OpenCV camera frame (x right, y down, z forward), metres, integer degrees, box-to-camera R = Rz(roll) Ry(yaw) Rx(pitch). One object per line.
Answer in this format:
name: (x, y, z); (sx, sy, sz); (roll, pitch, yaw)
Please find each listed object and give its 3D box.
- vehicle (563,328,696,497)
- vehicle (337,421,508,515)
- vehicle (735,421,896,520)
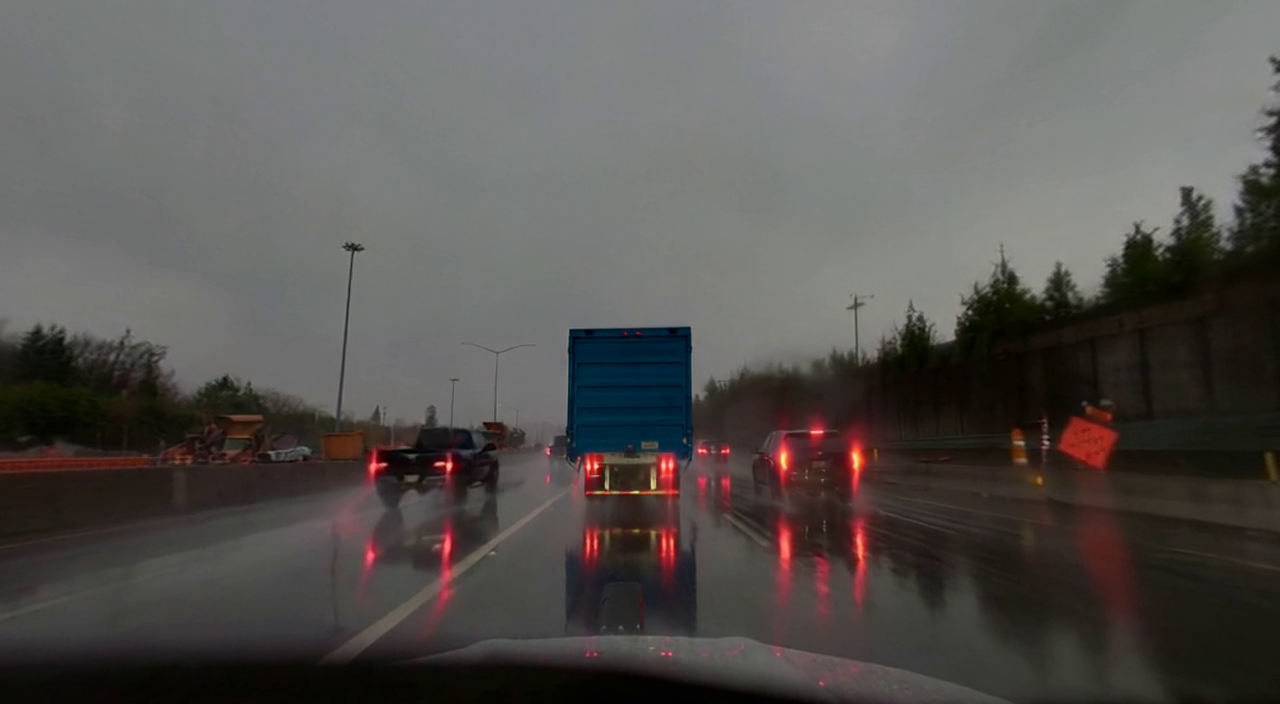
vehicle: (-0.303, 2.150, 19.785); (3.067, 3.940, 10.154); (0, -9, -1)
vehicle: (-4.566, 2.530, 14.153); (2.095, 1.736, 4.529); (0, -9, 2)
vehicle: (3.406, 2.402, 13.180); (2.103, 1.713, 4.173); (0, -9, -1)
